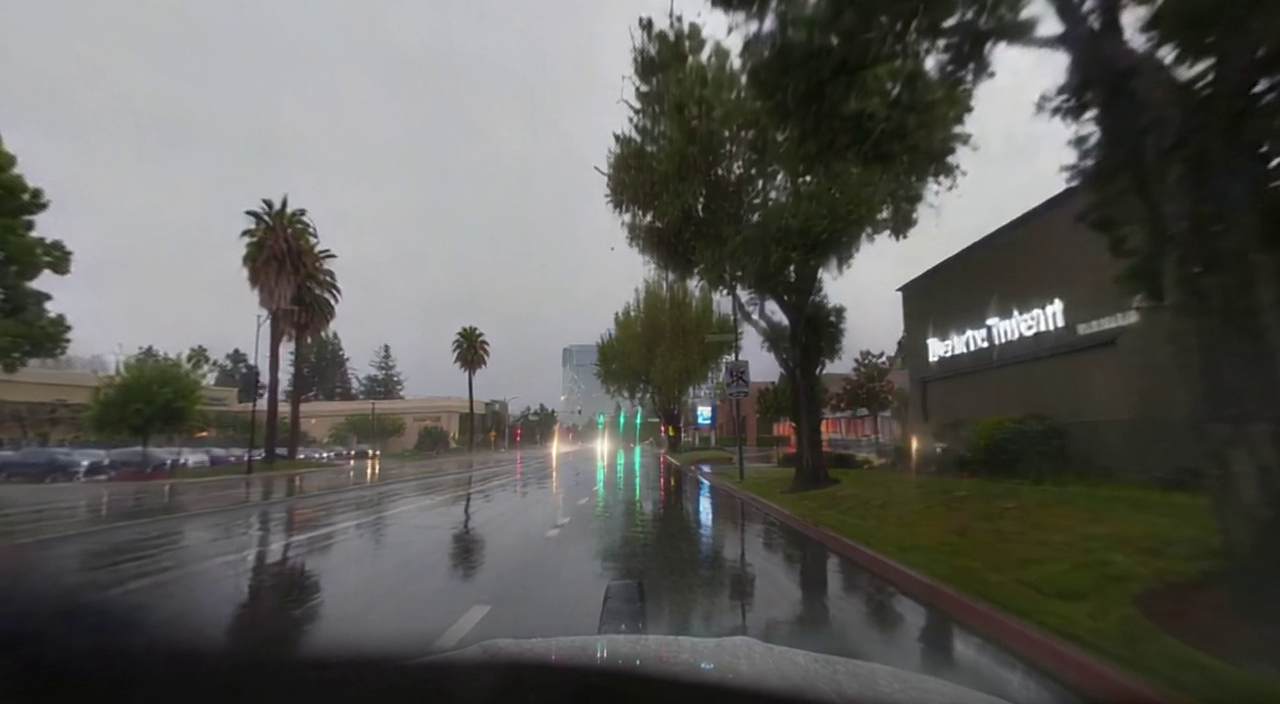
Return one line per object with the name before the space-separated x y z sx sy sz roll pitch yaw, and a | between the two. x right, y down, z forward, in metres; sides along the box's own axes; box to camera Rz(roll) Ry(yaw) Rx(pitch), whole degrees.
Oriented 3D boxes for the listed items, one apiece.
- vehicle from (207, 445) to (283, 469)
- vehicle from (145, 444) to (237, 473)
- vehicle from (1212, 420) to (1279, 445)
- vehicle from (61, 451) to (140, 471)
vehicle | -29.382 7.804 46.779 4.463 1.497 1.889 -4 -9 0
vehicle | -29.505 7.019 41.361 4.293 1.529 2.347 -4 -9 0
vehicle | 44.946 5.880 45.819 4.409 1.807 1.983 0 -8 -3
vehicle | -42.762 8.628 49.824 4.490 1.495 1.922 0 -8 2
